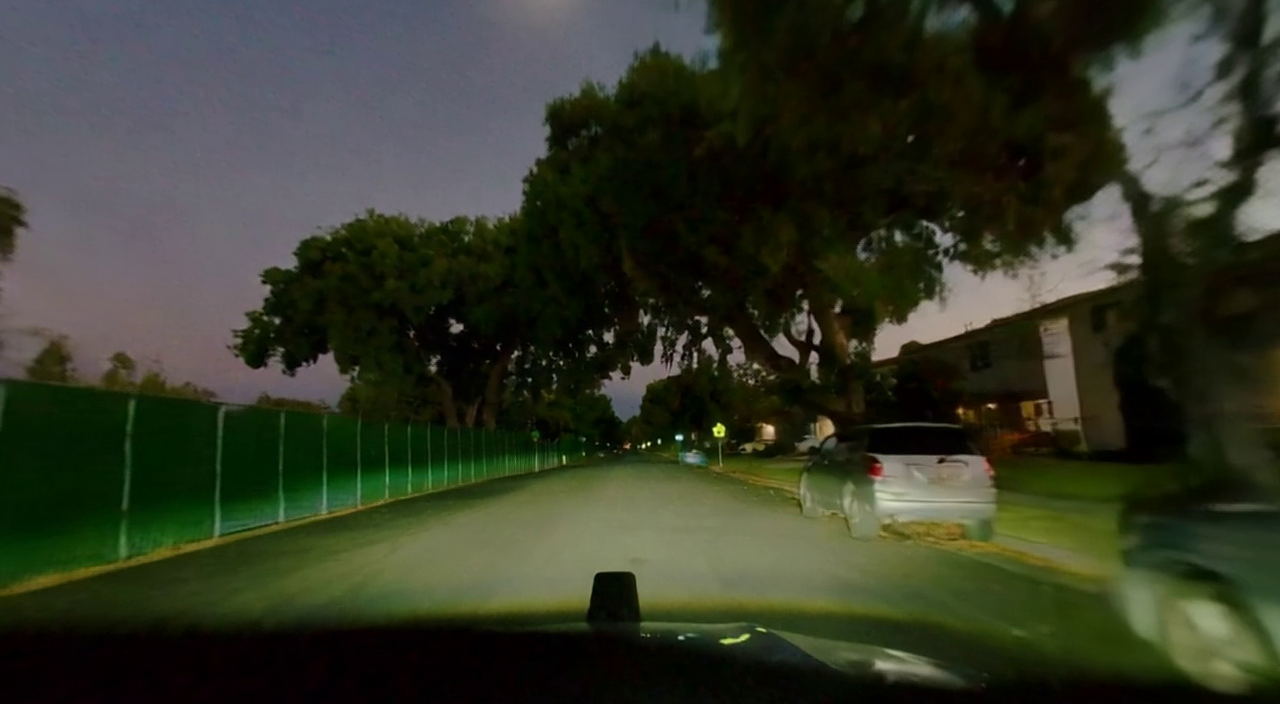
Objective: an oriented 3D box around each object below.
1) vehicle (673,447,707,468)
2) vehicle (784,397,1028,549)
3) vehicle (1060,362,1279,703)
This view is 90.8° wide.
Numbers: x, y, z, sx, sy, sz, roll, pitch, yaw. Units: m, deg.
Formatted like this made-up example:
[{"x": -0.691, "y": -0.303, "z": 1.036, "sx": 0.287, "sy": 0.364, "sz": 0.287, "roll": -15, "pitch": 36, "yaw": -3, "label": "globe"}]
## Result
[{"x": 3.879, "y": 8.264, "z": 49.680, "sx": 2.051, "sy": 1.524, "sz": 5.047, "roll": 0, "pitch": -8, "yaw": -2, "label": "vehicle"}, {"x": 4.098, "y": 1.944, "z": 10.724, "sx": 2.220, "sy": 2.045, "sz": 4.139, "roll": 0, "pitch": -8, "yaw": -1, "label": "vehicle"}, {"x": 3.678, "y": 0.713, "z": 1.433, "sx": 2.122, "sy": 1.673, "sz": 4.876, "roll": 0, "pitch": -8, "yaw": 1, "label": "vehicle"}]
